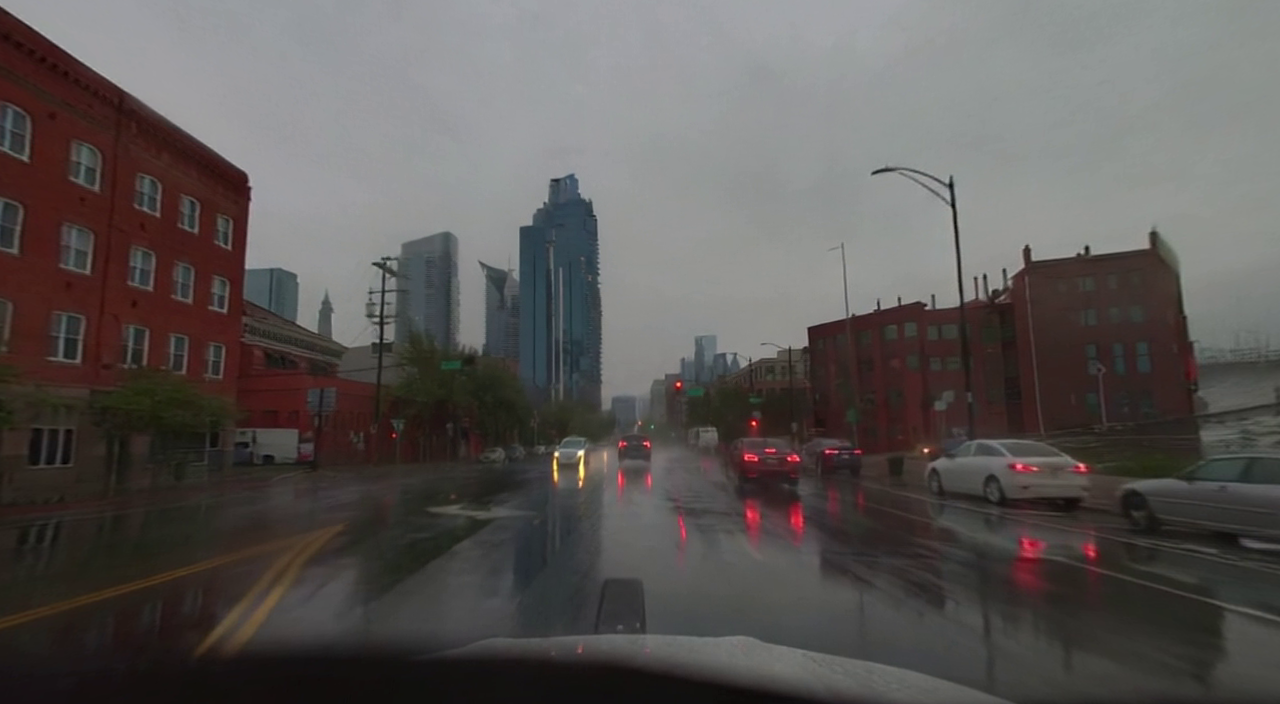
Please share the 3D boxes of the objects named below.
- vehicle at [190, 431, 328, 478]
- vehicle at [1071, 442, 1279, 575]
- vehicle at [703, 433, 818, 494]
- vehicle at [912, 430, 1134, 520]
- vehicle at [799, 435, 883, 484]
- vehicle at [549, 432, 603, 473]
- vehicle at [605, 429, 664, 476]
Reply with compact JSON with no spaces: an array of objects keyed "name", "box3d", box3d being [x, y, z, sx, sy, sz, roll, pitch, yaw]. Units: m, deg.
[{"name":"vehicle","box3d":[-23.502,6.325,39.206,6.679,2.794,2.850,0,-9,1]},{"name":"vehicle","box3d":[8.207,1.889,7.980,2.054,1.455,4.786,0,-8,-1]},{"name":"vehicle","box3d":[3.269,3.155,18.324,2.238,1.499,4.964,0,-8,-2]},{"name":"vehicle","box3d":[8.116,2.572,14.060,1.963,1.649,4.562,0,-7,-2]},{"name":"vehicle","box3d":[8.074,4.306,25.846,1.959,1.719,4.538,1,-7,0]},{"name":"vehicle","box3d":[-2.929,4.720,29.870,2.297,1.812,4.244,0,-8,-3]},{"name":"vehicle","box3d":[-0.218,4.305,27.284,2.329,1.842,4.537,0,-8,0]}]
